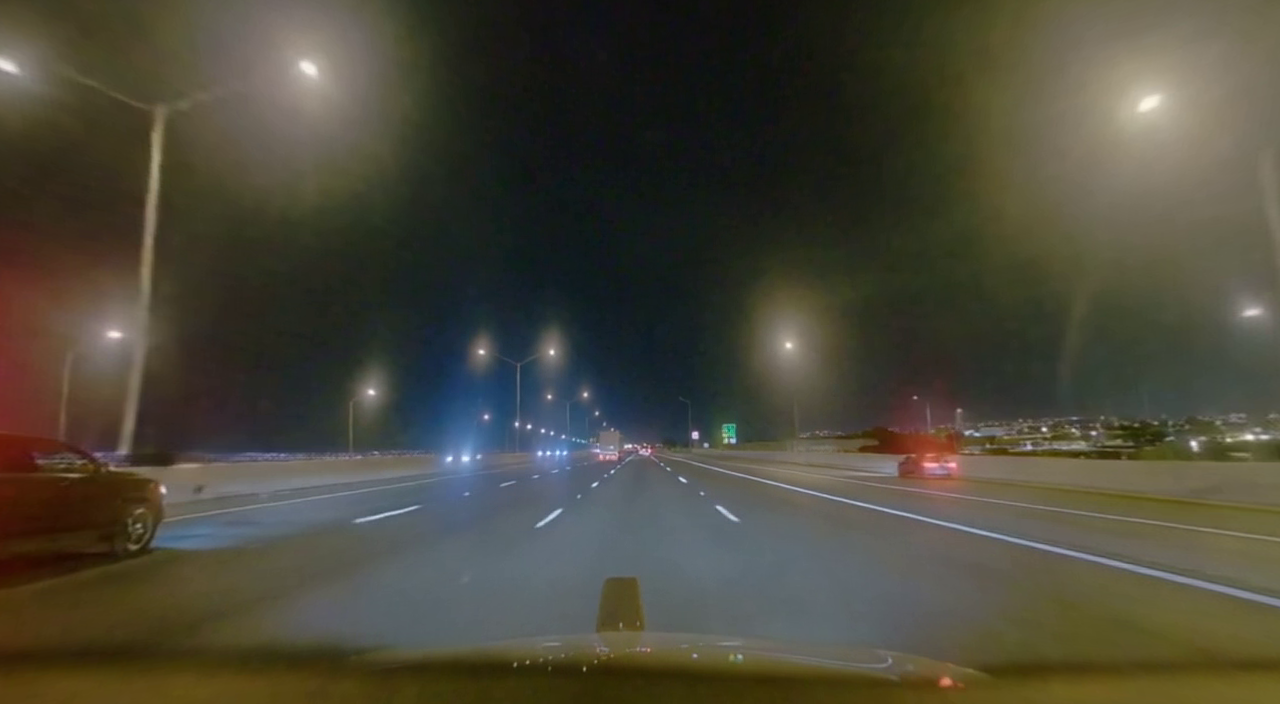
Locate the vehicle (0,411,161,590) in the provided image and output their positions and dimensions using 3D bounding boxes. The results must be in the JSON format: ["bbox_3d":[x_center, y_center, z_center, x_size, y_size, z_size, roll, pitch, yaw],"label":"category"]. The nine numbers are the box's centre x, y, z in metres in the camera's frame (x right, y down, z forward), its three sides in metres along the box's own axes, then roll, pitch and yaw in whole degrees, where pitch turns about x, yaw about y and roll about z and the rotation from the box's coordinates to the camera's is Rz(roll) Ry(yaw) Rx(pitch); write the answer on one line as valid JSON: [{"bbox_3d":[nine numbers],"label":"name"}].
[{"bbox_3d":[-7.347,1.385,5.727,2.168,1.729,4.724,0,-9,1],"label":"vehicle"}]

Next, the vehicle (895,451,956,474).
[{"bbox_3d":[19.076,7.388,42.263,1.912,1.450,4.581,0,-9,0],"label":"vehicle"}]
